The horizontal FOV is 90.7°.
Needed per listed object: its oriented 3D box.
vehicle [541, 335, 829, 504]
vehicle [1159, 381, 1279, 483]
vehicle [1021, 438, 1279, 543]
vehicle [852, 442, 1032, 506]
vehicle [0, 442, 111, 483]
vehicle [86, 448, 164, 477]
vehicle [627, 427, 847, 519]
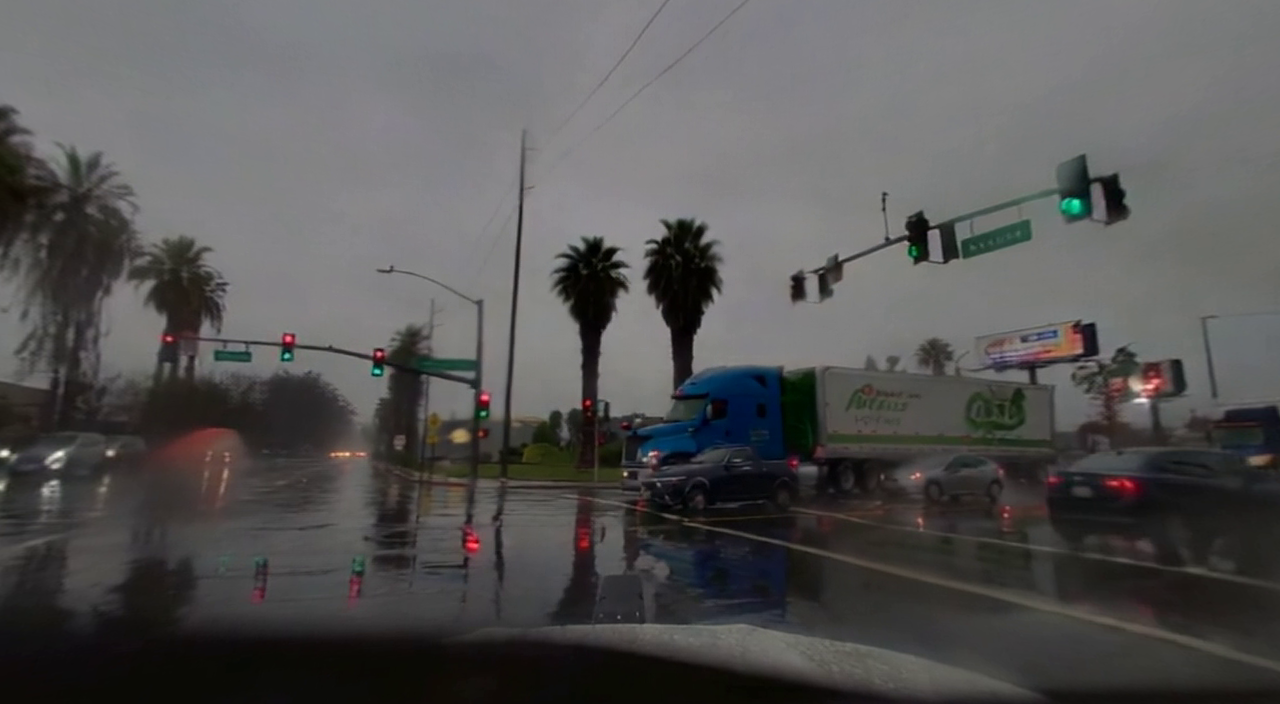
[{"bbox_3d":[1.443,2.172,19.330,8.167,4.352,3.029,4,-9,-24],"label":"vehicle"},{"bbox_3d":[24.623,3.371,26.379,3.372,3.903,3.027,4,-10,-23],"label":"vehicle"},{"bbox_3d":[9.434,2.301,11.079,5.114,1.492,2.040,4,-9,-23],"label":"vehicle"},{"bbox_3d":[9.028,3.578,18.929,4.958,1.510,1.949,1,-10,-24],"label":"vehicle"},{"bbox_3d":[-27.166,5.079,29.523,2.028,1.744,4.876,3,-9,-19],"label":"vehicle"},{"bbox_3d":[-30.175,6.446,37.237,1.834,1.521,4.970,3,-9,-19],"label":"vehicle"},{"bbox_3d":[2.480,3.018,16.274,5.079,1.893,2.200,1,-10,-25],"label":"vehicle"}]
